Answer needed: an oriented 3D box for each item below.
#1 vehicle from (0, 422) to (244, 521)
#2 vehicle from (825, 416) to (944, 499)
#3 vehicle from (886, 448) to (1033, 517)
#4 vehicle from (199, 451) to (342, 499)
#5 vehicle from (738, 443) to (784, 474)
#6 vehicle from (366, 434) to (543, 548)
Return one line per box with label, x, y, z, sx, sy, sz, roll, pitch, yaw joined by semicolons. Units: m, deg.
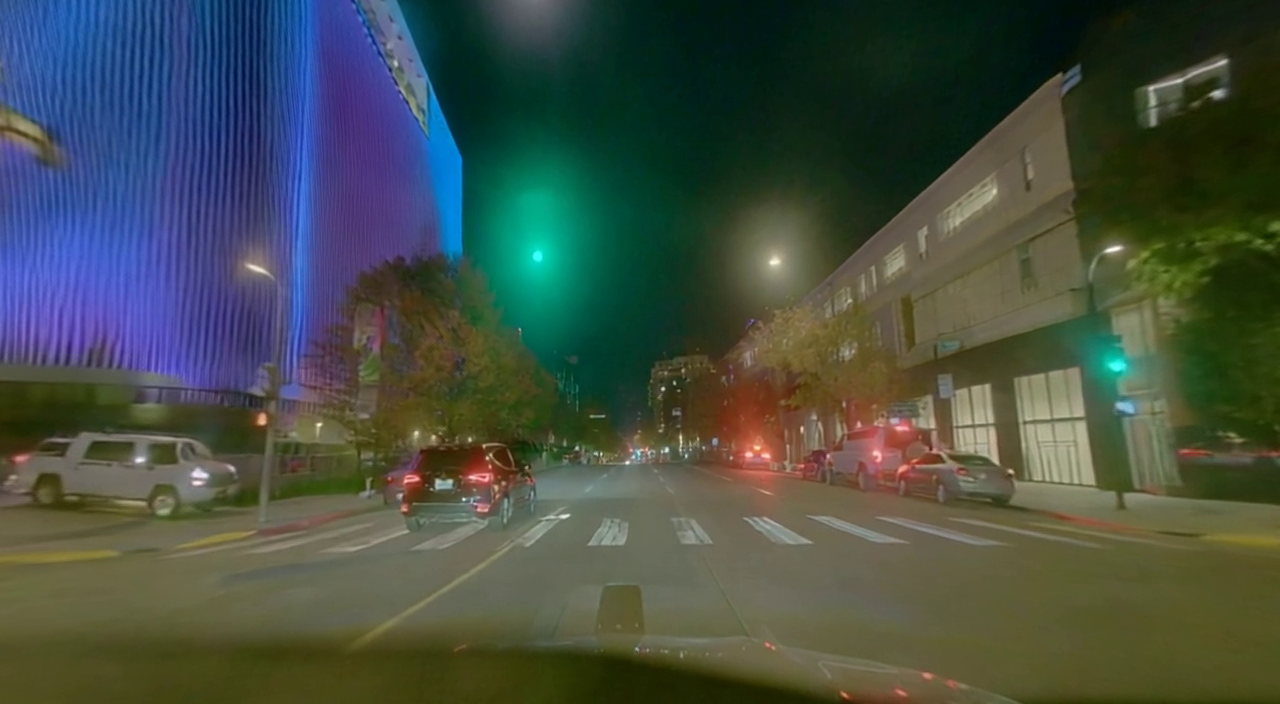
vehicle;-13.595;2.992;16.184;5.188;2.293;2.381;0;-8;-1
vehicle;9.055;3.969;24.167;2.285;2.778;5.847;0;-8;2
vehicle;8.808;3.573;17.910;1.854;1.663;4.300;0;-8;0
vehicle;-13.685;4.559;23.594;4.033;1.533;1.895;2;-9;0
vehicle;8.986;7.912;47.283;2.249;2.117;5.743;0;-8;0
vehicle;-3.256;2.507;12.151;2.002;1.756;4.366;0;-8;1
